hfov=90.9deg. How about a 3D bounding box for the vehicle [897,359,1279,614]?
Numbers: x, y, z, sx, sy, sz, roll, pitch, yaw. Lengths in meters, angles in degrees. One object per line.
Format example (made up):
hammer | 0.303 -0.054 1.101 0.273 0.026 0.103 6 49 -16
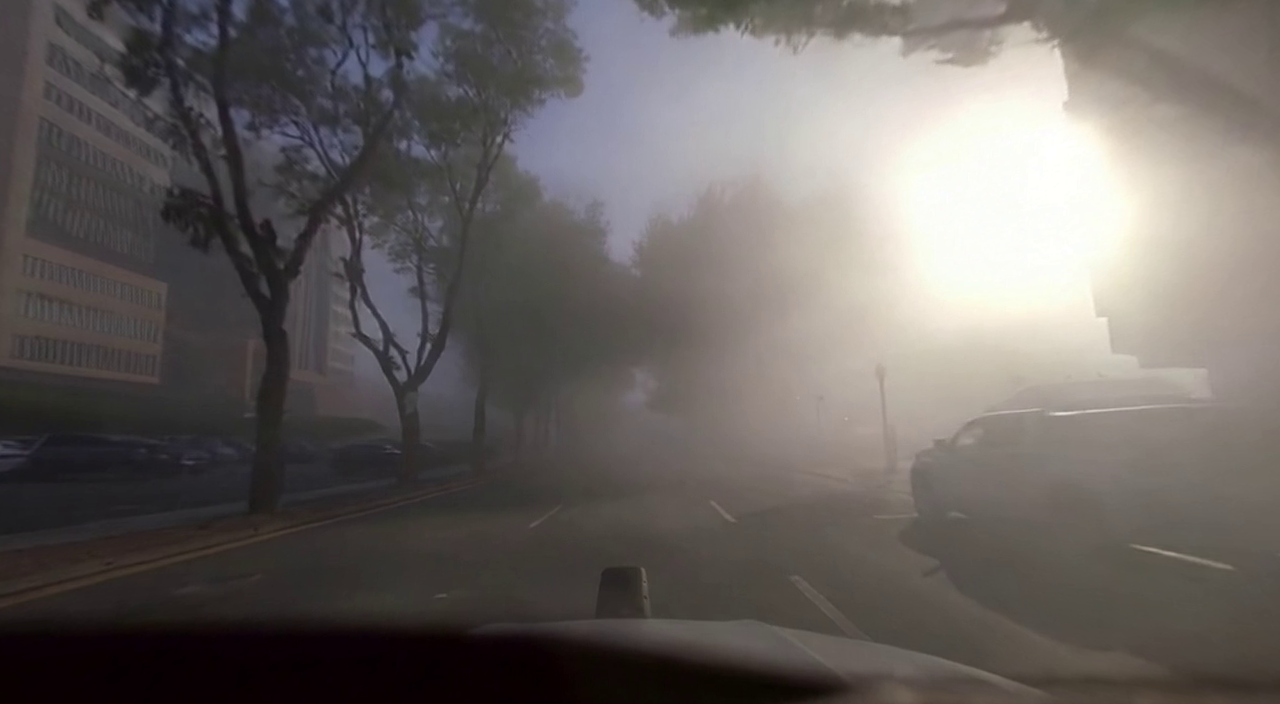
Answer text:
vehicle | 5.969 1.545 8.369 2.356 2.076 6.287 0 -8 -1

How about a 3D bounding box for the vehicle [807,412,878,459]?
vehicle | 13.140 5.530 41.466 2.935 2.889 5.499 -1 -9 2

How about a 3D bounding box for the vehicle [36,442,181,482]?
vehicle | -24.654 5.094 29.493 2.032 1.686 4.652 -3 -9 19

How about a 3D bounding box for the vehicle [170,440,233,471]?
vehicle | -27.483 6.472 39.708 2.026 1.723 4.322 3 -8 -19

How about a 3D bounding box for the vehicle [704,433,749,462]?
vehicle | 5.980 6.705 44.376 2.338 1.942 5.267 0 -8 -1

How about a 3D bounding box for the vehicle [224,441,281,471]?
vehicle | -24.682 6.611 40.381 2.026 1.723 4.633 4 -8 -19

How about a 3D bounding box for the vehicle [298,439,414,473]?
vehicle | -14.706 5.417 32.942 4.954 1.614 2.227 0 -9 -5
